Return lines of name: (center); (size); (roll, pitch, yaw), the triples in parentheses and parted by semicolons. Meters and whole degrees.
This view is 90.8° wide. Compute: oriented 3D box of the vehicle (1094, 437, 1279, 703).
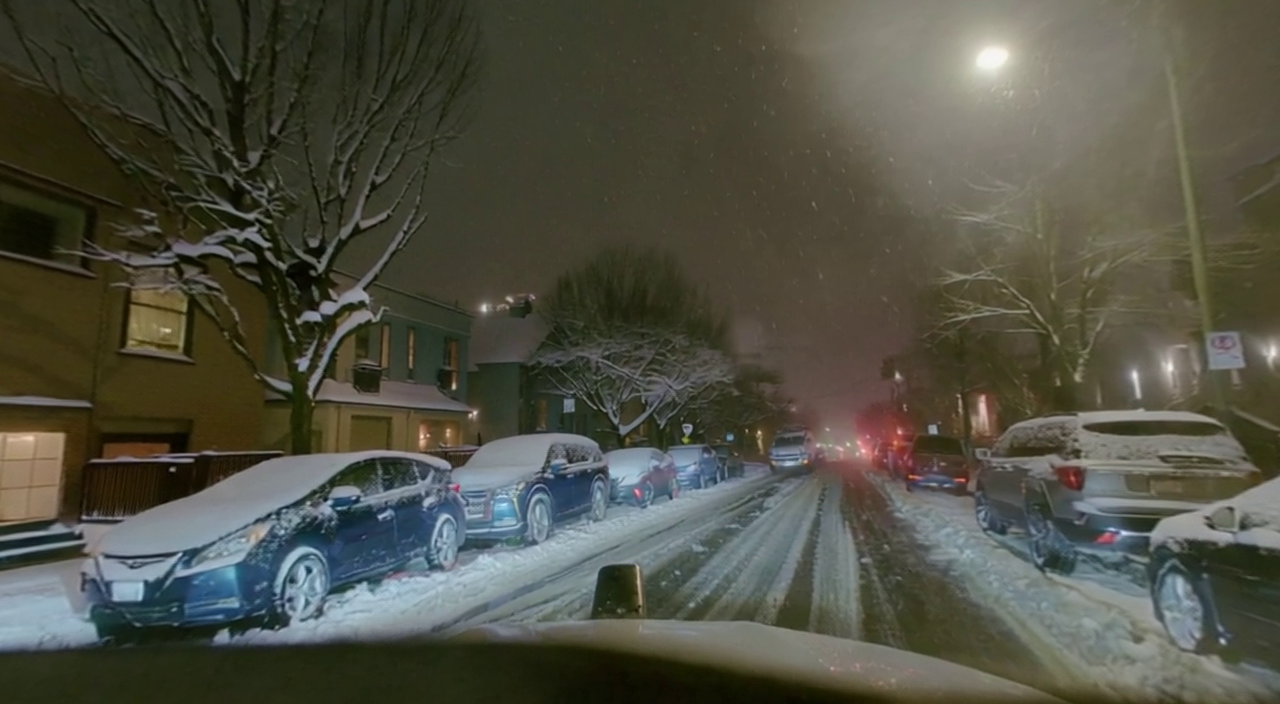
vehicle: (4.279, 1.128, 2.929); (1.992, 1.456, 4.610); (-2, -9, 16)

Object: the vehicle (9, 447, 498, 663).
vehicle: (-3.482, 1.815, 6.936); (1.855, 1.510, 4.406); (-2, -9, 15)

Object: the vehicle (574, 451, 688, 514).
vehicle: (-0.076, 3.593, 17.957); (1.861, 1.474, 4.749); (-3, -9, 17)

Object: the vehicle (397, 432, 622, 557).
vehicle: (-2.083, 2.504, 12.026); (2.203, 1.815, 4.972); (-2, -9, 14)

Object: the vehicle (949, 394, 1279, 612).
vehicle: (5.688, 1.691, 8.059); (2.182, 1.900, 4.779); (-2, -9, 15)

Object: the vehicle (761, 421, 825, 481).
vehicle: (8.401, 5.299, 34.181); (2.716, 2.887, 6.781); (-2, -9, 18)
